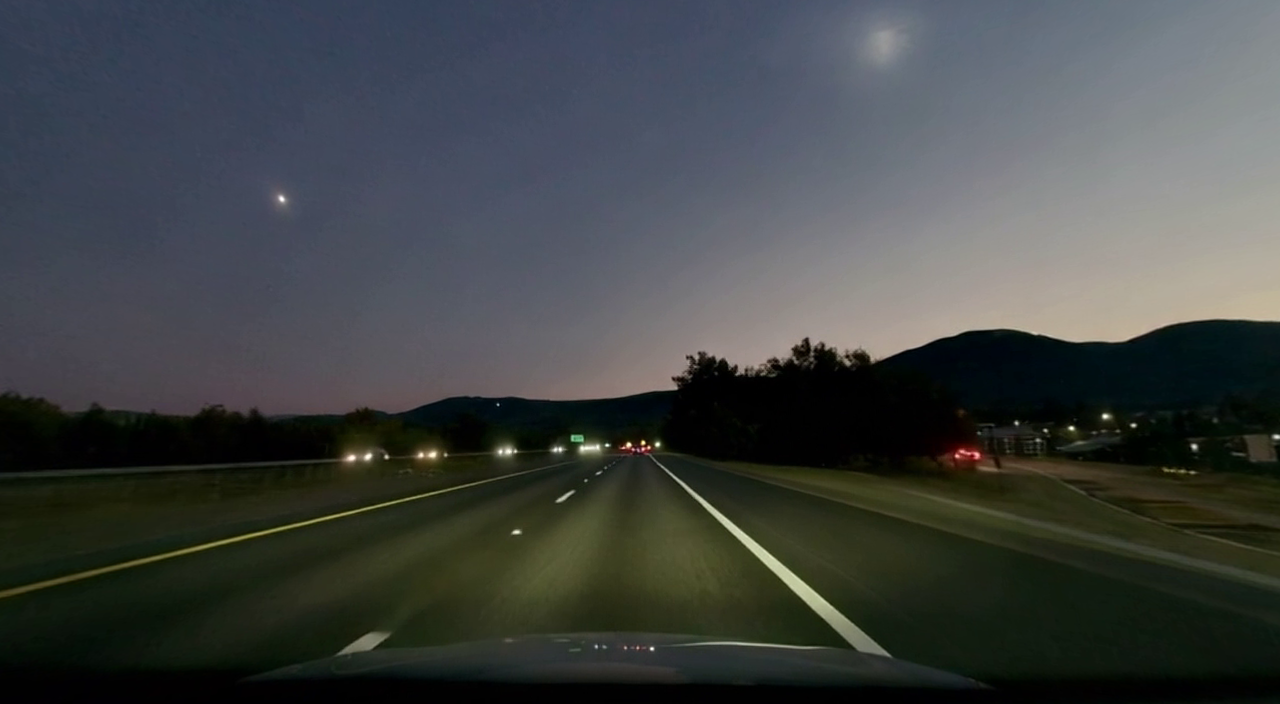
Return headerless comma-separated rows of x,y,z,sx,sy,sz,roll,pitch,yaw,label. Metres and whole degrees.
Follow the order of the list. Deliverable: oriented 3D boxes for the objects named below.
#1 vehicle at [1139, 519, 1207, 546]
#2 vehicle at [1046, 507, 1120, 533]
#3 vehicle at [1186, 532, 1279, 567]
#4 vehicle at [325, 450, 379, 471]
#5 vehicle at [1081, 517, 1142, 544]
37.232,12.586,44.173,3.162,1.622,1.663,0,-9,0,vehicle
34.759,13.168,49.634,4.190,1.776,2.089,0,-9,2,vehicle
36.695,12.191,39.098,3.639,1.728,2.172,0,-9,1,vehicle
-21.619,8.144,47.679,1.853,1.495,4.676,0,-9,0,vehicle
35.106,13.266,47.057,2.908,1.632,1.996,0,-9,2,vehicle
